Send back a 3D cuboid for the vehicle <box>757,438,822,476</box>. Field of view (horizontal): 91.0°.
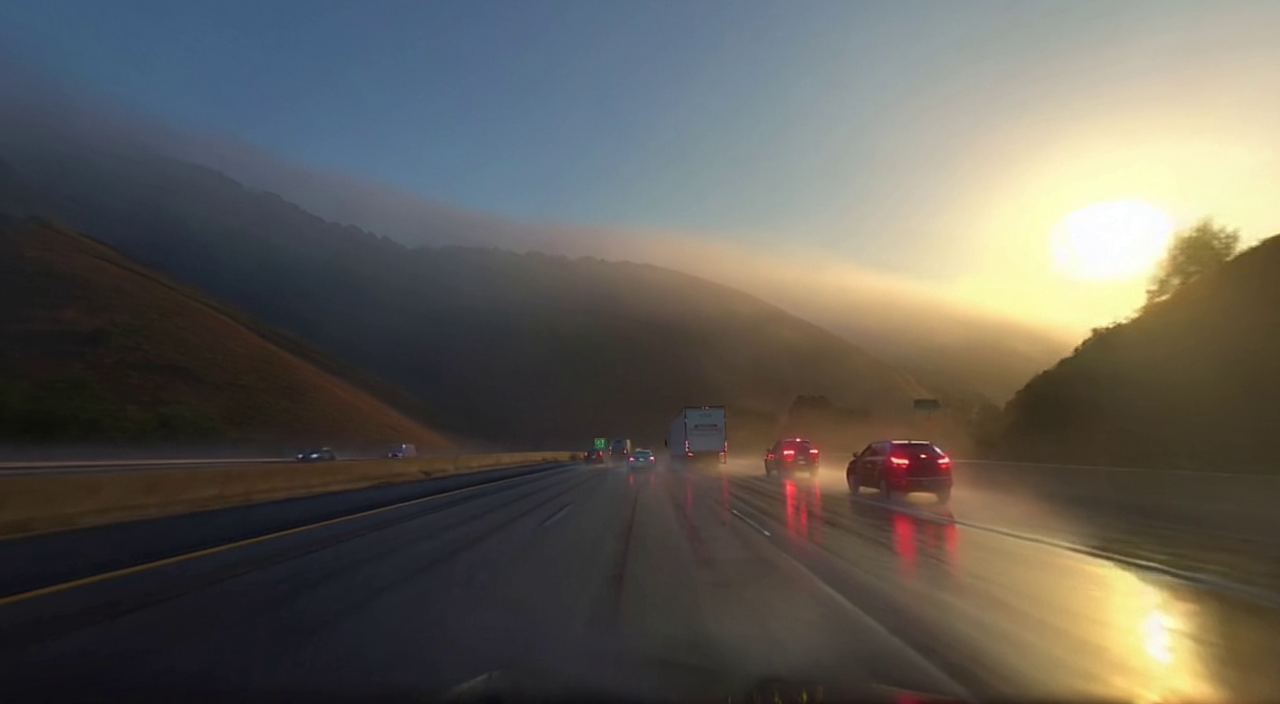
[{"bbox_3d":[7.586,5.364,32.446,2.143,1.775,4.729,0,-9,0],"label":"vehicle"}]

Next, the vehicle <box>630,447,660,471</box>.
[{"bbox_3d":[0.329,6.908,40.864,1.866,1.492,3.932,0,-9,0],"label":"vehicle"}]

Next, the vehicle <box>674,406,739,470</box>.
[{"bbox_3d":[4.049,5.699,41.318,3.130,3.607,11.129,0,-9,0],"label":"vehicle"}]

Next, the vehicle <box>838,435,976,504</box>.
[{"bbox_3d":[7.299,3.239,17.813,2.044,1.676,4.421,0,-9,1],"label":"vehicle"}]

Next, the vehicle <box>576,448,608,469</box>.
[{"bbox_3d":[-3.592,8.058,47.913,2.132,1.506,4.256,0,-9,0],"label":"vehicle"}]
